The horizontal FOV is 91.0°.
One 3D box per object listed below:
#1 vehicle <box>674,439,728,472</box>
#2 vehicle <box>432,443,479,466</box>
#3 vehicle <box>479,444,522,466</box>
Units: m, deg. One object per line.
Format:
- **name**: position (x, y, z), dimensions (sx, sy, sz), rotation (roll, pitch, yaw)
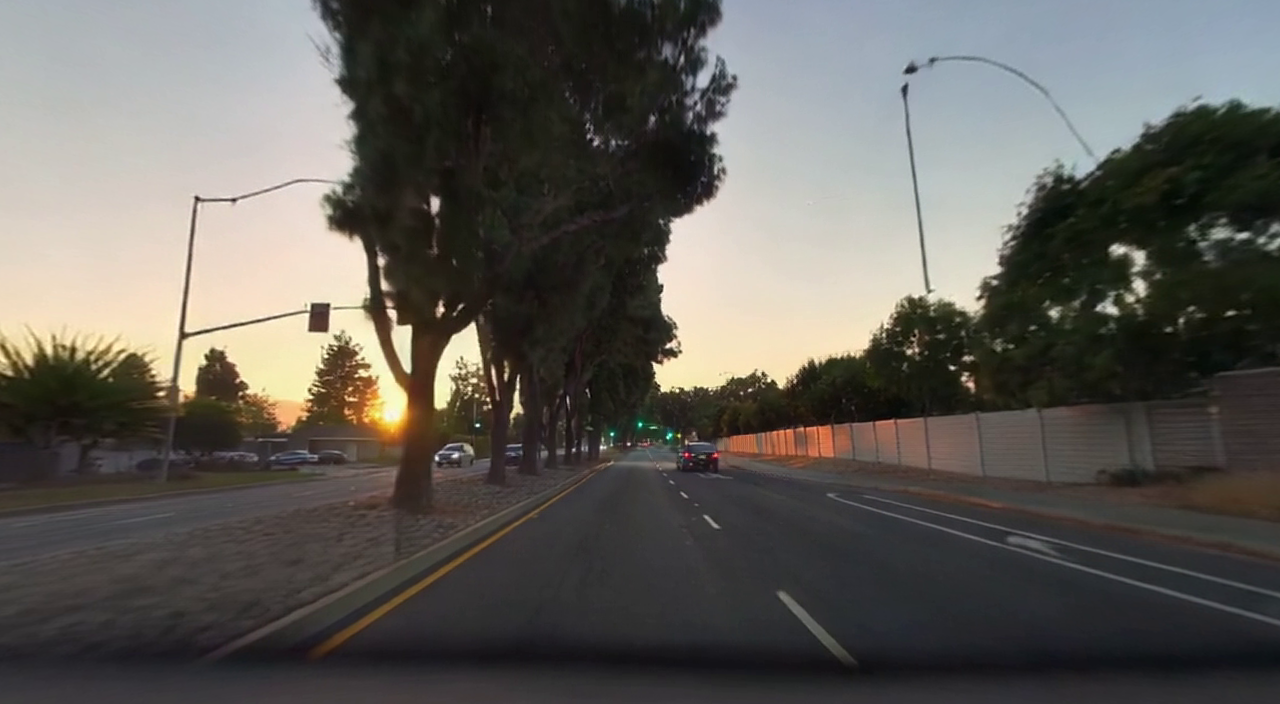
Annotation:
- **vehicle**: position (2.933, 5.111, 31.173), dimensions (2.105, 1.490, 4.008), rotation (0, -9, -2)
- **vehicle**: position (-13.471, 7.502, 46.223), dimensions (2.036, 1.645, 4.468), rotation (0, -9, 1)
- **vehicle**: position (-9.481, 7.035, 43.144), dimensions (1.833, 1.420, 4.327), rotation (0, -9, 2)
